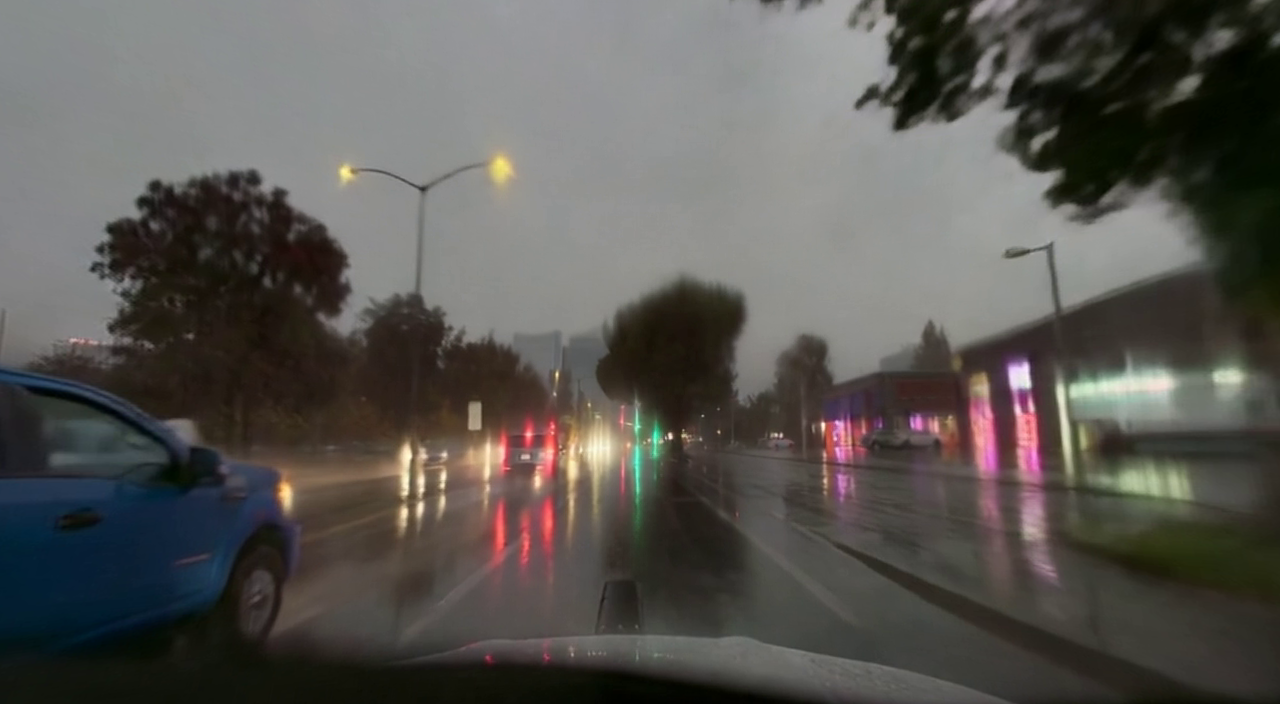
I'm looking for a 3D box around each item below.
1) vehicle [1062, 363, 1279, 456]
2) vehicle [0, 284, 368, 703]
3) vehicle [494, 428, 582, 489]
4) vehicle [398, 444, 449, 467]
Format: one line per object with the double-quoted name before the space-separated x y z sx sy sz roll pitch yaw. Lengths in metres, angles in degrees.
"vehicle" 26.085 2.940 29.308 2.948 3.576 13.937 1 -8 -2
"vehicle" -3.207 0.693 2.049 2.277 1.801 5.250 0 -8 0
"vehicle" -3.281 3.576 21.510 2.065 1.790 5.417 0 -8 1
"vehicle" -14.928 7.127 43.658 2.047 1.489 4.216 0 -8 1
